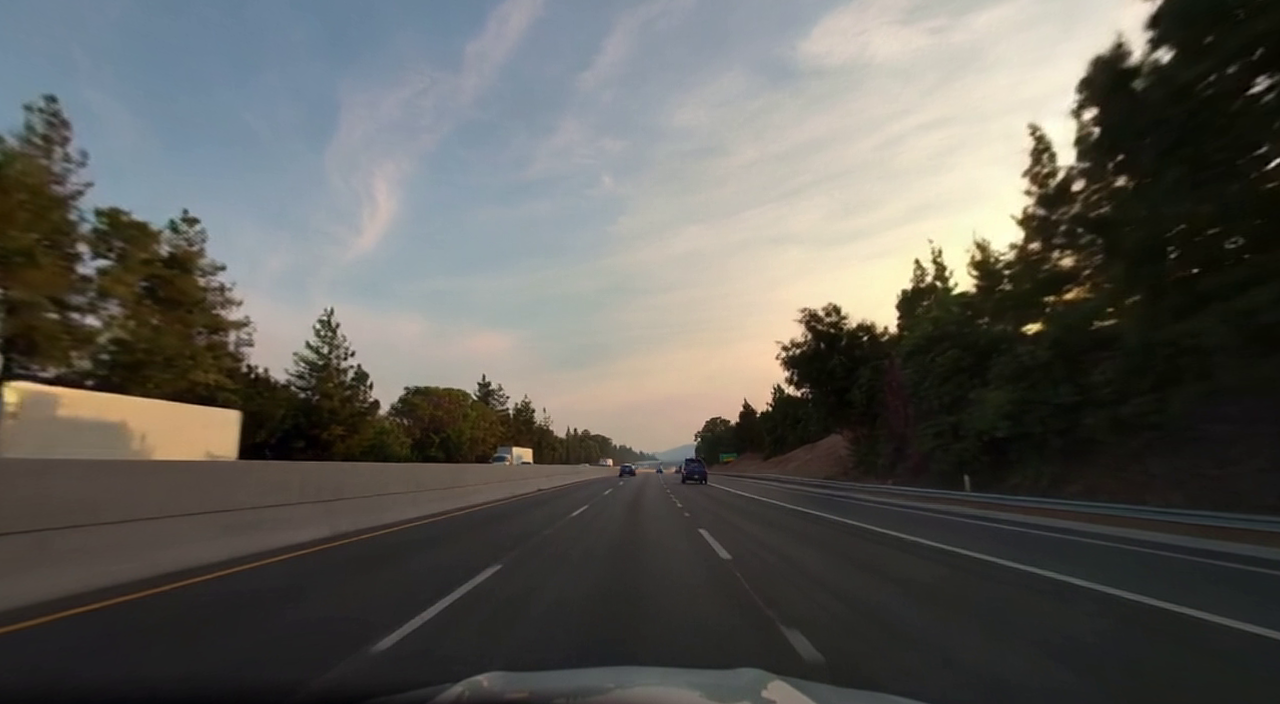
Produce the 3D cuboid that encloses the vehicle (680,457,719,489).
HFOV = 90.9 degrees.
[{"bbox_3d":[3.785,7.855,40.984,2.093,1.933,4.623,1,-10,0],"label":"vehicle"}]

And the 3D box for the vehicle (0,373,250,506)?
[{"bbox_3d":[-21.560,3.739,25.363,2.926,4.109,13.439,1,-10,1],"label":"vehicle"}]
